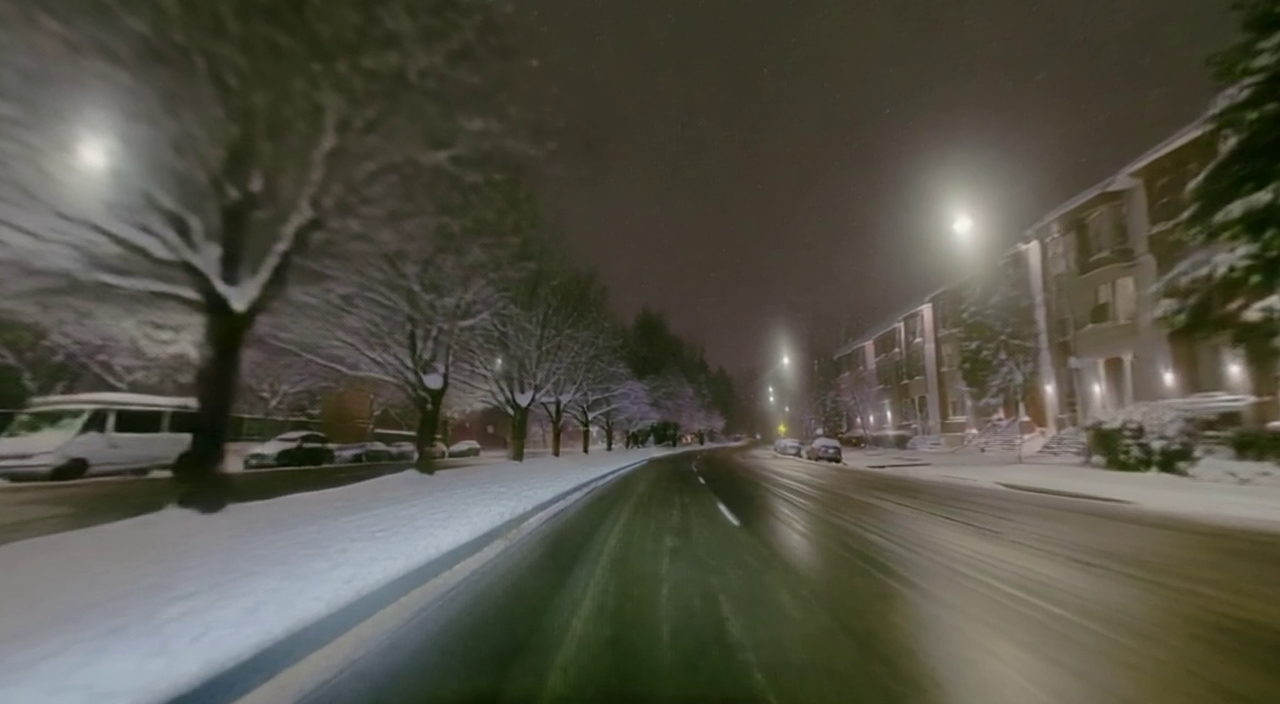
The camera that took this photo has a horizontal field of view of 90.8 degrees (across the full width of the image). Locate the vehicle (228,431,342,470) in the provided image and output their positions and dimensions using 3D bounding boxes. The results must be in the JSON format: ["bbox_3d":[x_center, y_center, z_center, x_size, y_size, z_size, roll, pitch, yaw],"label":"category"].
[{"bbox_3d":[-17.813,5.012,32.165,2.226,1.733,5.775,-1,-9,4],"label":"vehicle"}]

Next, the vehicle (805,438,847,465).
[{"bbox_3d":[13.060,6.984,44.650,2.037,1.655,4.760,3,-7,7],"label":"vehicle"}]

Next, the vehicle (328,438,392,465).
[{"bbox_3d":[-17.285,6.145,39.173,1.802,1.487,4.359,-3,-9,3],"label":"vehicle"}]

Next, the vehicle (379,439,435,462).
[{"bbox_3d":[-16.572,7.065,45.181,1.823,1.455,4.680,-3,-9,6],"label":"vehicle"}]

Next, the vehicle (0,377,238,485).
[{"bbox_3d":[-18.293,2.931,22.535,2.781,3.224,7.055,-1,-9,4],"label":"vehicle"}]
